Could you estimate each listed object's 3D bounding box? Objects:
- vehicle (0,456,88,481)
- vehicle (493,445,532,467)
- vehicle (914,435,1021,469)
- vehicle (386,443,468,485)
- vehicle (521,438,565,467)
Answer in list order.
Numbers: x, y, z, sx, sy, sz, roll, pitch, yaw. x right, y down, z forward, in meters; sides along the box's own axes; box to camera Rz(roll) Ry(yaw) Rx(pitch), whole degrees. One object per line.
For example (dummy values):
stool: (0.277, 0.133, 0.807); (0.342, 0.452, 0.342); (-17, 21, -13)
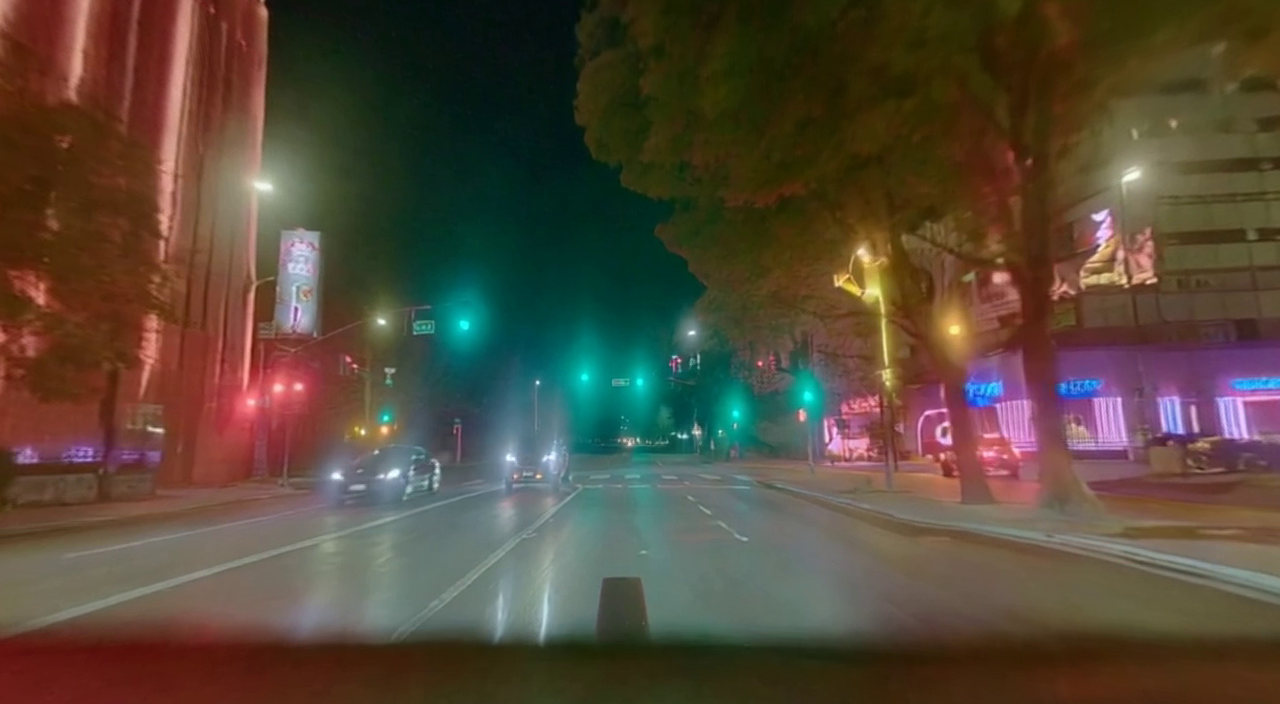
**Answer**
vehicle: (-36.972, 7.121, 38.633); (4.338, 1.447, 1.985); (0, -8, 0)
vehicle: (-9.405, 7.708, 46.734); (2.071, 1.534, 4.025); (0, -8, 0)
vehicle: (16.628, 5.091, 32.128); (4.299, 1.679, 2.011); (0, -8, -1)
vehicle: (-8.727, 4.590, 26.198); (1.978, 1.561, 3.907); (0, -8, 1)
vehicle: (-6.205, 6.508, 40.878); (2.041, 1.756, 4.392); (0, -8, 1)
